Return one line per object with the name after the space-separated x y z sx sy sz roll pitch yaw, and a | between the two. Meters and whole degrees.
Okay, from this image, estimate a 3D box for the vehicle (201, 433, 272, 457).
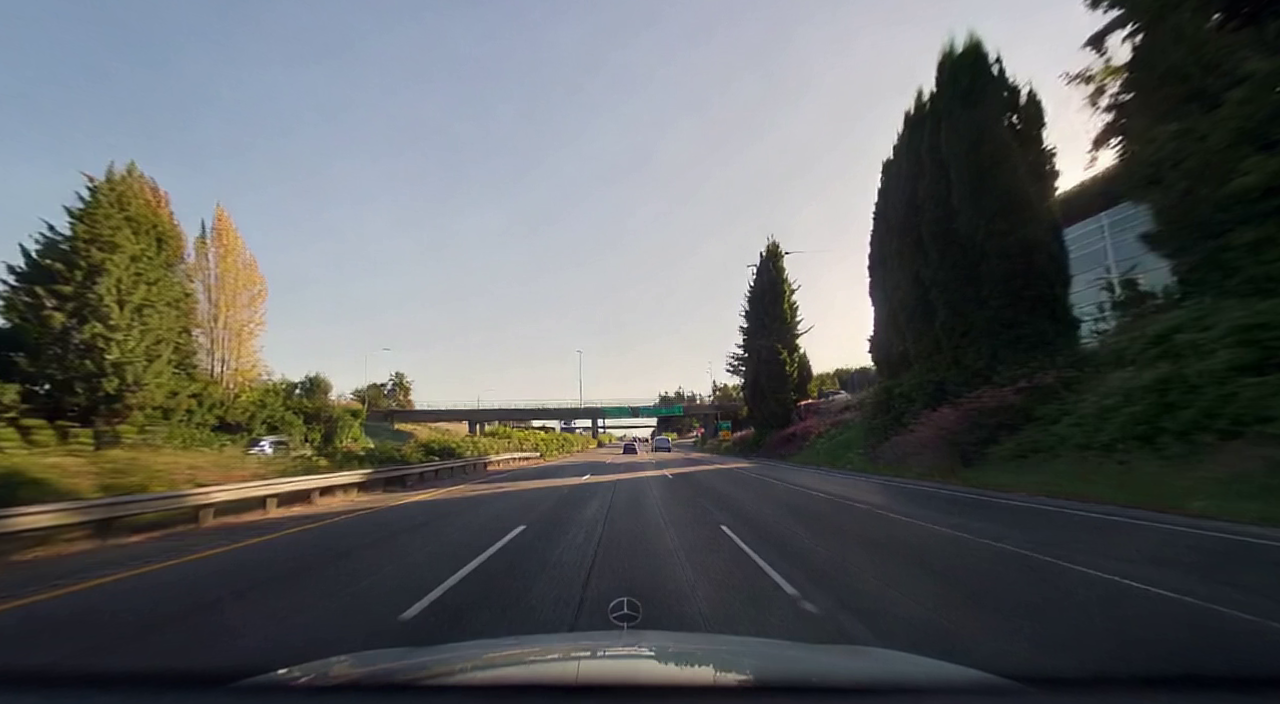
-27.352 6.331 42.891 2.072 1.548 4.290 0 -8 -2 | vehicle
